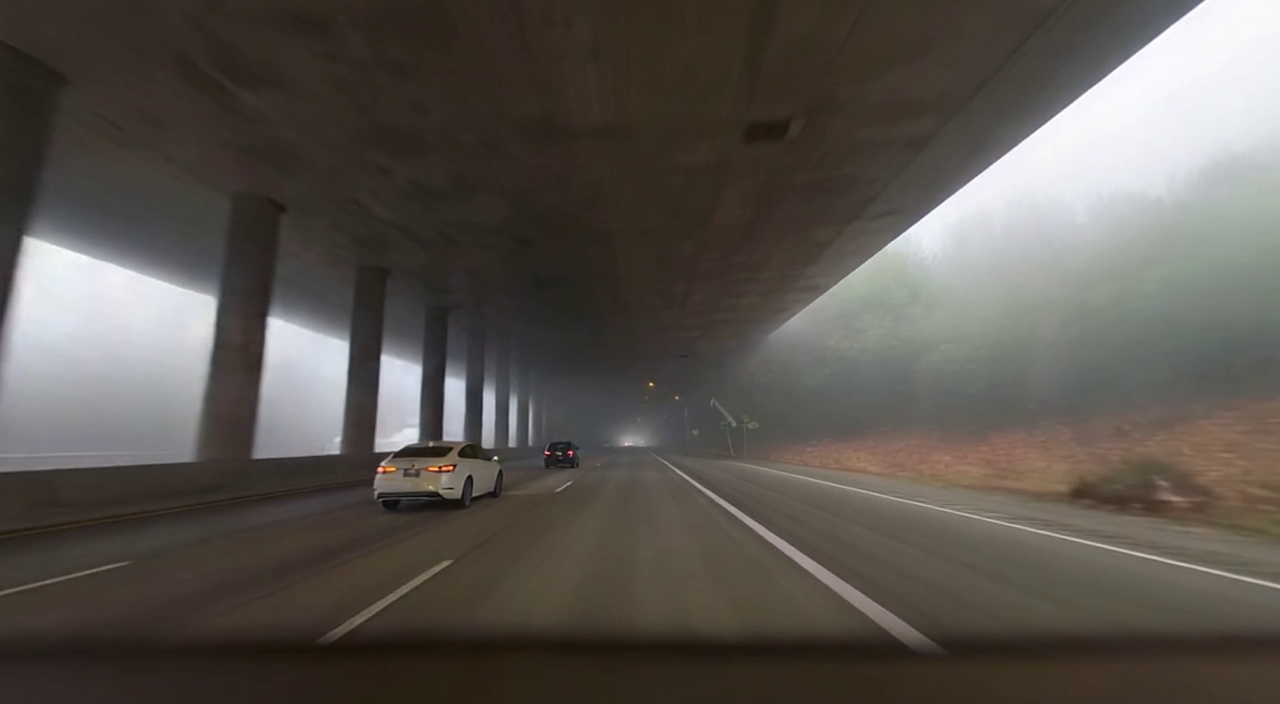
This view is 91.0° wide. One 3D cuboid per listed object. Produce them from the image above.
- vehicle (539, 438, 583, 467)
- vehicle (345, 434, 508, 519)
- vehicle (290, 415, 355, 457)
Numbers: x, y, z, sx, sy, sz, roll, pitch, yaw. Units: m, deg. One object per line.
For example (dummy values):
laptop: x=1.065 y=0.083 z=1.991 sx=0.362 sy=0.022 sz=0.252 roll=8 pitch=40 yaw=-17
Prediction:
vehicle: x=-4.359 y=5.605 z=35.253 sx=1.973 sy=1.474 sz=4.199 roll=-1 pitch=-8 yaw=0
vehicle: x=-4.088 y=2.430 z=12.894 sx=1.885 sy=1.424 sz=4.230 roll=-1 pitch=-8 yaw=0
vehicle: x=-24.218 y=6.420 z=48.191 sx=2.808 sy=3.064 sz=3.757 roll=0 pitch=-8 yaw=0
